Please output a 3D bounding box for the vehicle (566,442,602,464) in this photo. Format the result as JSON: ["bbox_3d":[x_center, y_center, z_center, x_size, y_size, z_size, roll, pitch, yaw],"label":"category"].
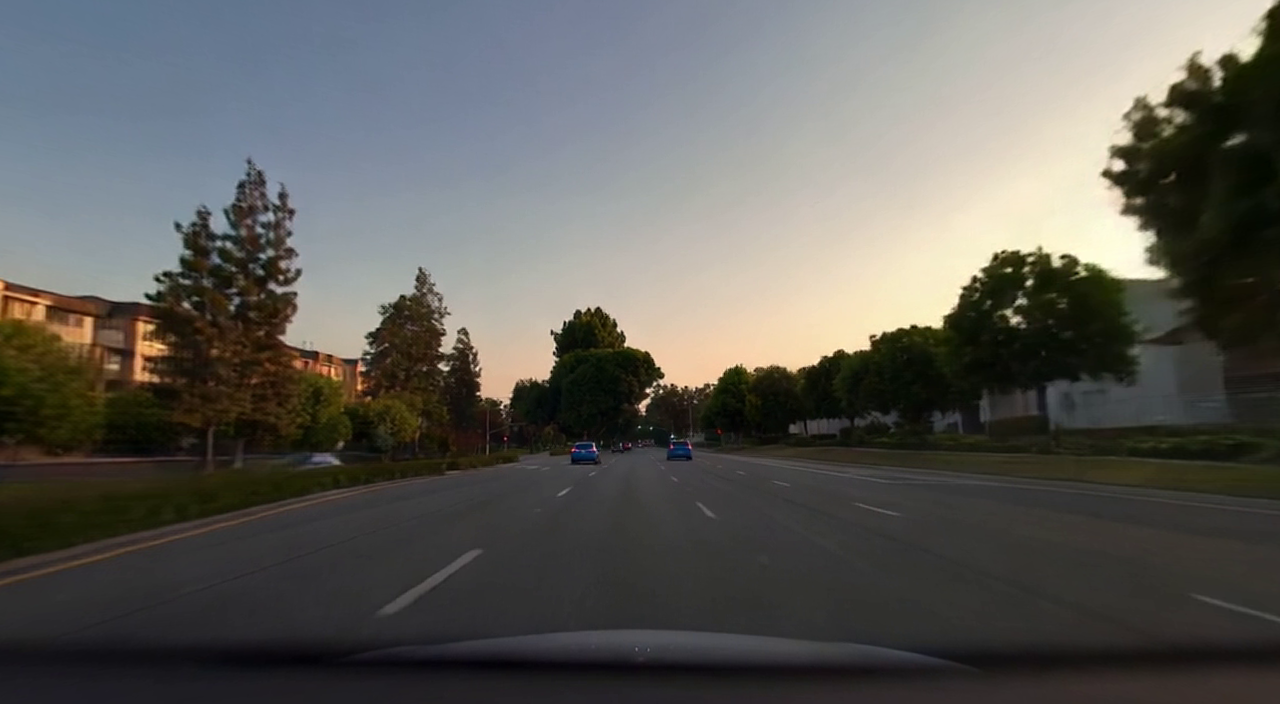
[{"bbox_3d":[-3.852,7.052,44.339,2.112,1.471,4.212,0,-8,0],"label":"vehicle"}]

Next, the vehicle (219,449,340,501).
[{"bbox_3d":[-12.325,4.194,21.940,1.853,1.595,3.960,0,-8,-1],"label":"vehicle"}]

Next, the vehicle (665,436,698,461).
[{"bbox_3d":[2.979,7.074,46.313,2.072,1.696,4.177,0,-8,-1],"label":"vehicle"}]
